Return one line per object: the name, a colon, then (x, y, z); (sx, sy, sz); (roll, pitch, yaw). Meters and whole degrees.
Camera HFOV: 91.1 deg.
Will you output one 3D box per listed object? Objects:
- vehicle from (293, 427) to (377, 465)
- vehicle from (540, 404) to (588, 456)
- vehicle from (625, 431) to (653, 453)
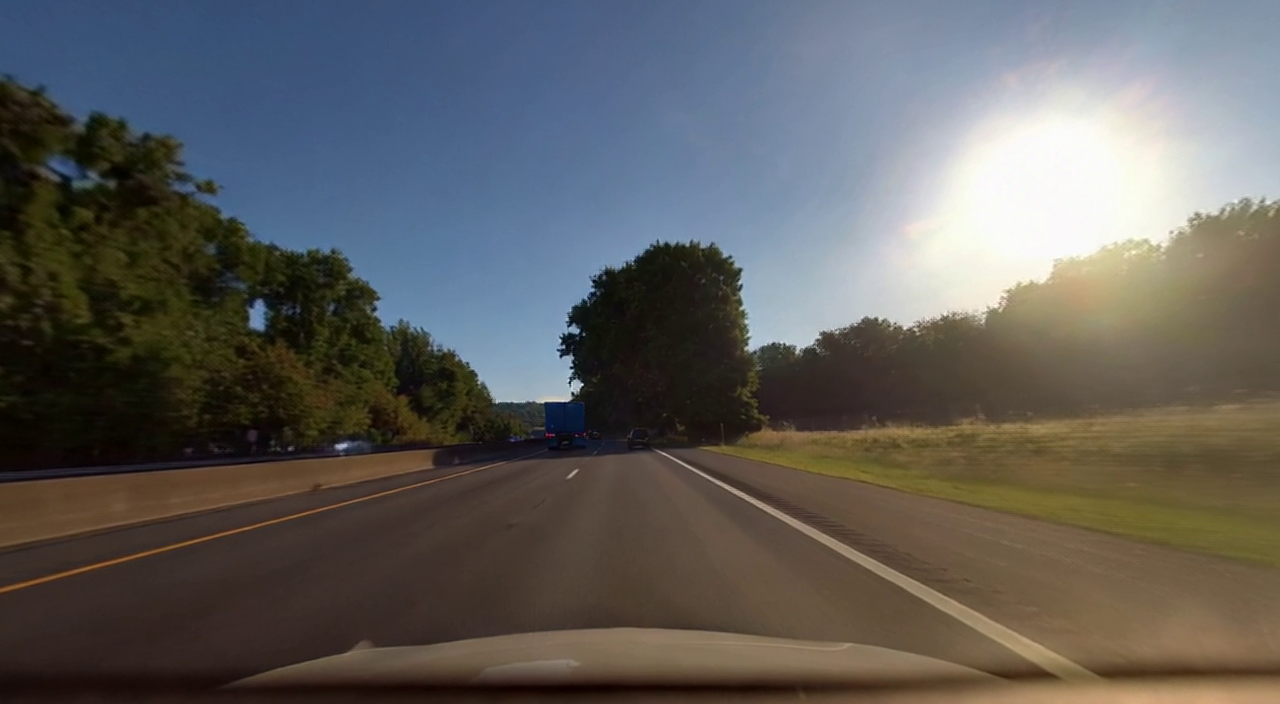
vehicle: (-17.009, 5.252, 35.426); (2.321, 2.002, 4.830); (0, -8, -1)
vehicle: (-4.846, 5.148, 41.230); (2.450, 3.098, 6.965); (0, -8, -1)
vehicle: (-0.104, 6.610, 46.269); (1.988, 1.472, 3.716); (0, -8, -2)
